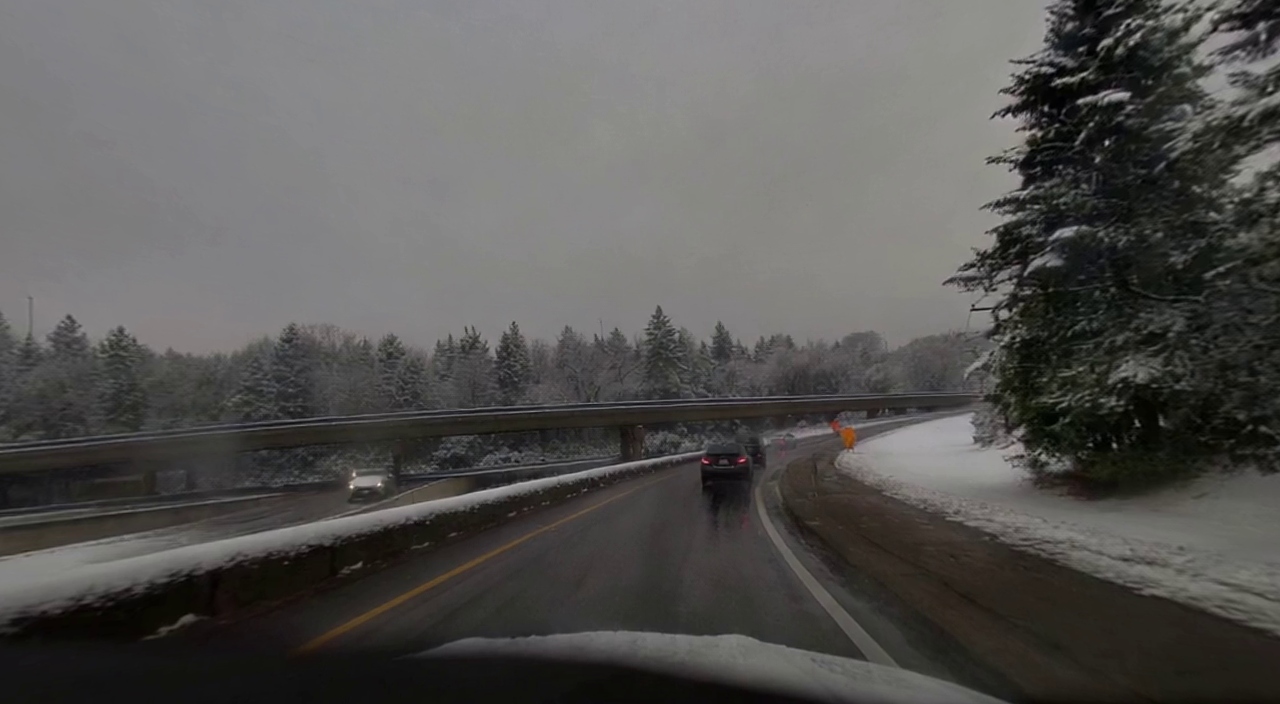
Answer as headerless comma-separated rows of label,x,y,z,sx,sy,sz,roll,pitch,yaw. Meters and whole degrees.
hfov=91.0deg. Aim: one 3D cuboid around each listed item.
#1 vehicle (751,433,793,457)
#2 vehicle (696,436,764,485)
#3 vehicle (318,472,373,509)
vehicle,8.792,6.156,41.751,2.078,1.474,4.165,-3,-9,20
vehicle,3.219,3.717,21.889,2.091,1.482,4.321,-2,-9,11
vehicle,-14.076,6.594,30.231,1.781,1.443,3.939,2,-9,-17
